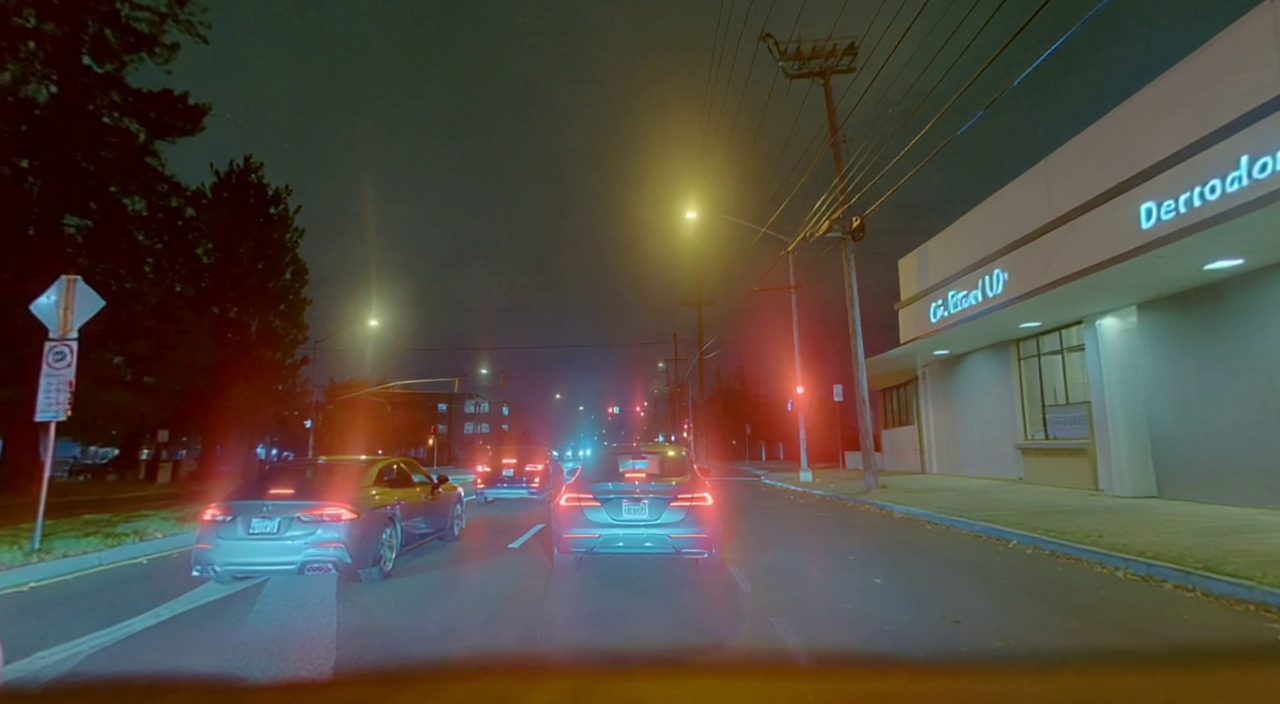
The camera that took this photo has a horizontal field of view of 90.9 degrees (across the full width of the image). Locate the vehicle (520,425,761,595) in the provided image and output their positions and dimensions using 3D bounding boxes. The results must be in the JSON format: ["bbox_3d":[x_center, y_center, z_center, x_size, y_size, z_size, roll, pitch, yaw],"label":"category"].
[{"bbox_3d":[-0.007,1.688,7.568,2.101,1.469,3.955,0,-9,0],"label":"vehicle"}]

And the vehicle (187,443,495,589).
[{"bbox_3d":[-3.220,1.813,7.842,1.765,1.319,4.013,0,-9,2],"label":"vehicle"}]
